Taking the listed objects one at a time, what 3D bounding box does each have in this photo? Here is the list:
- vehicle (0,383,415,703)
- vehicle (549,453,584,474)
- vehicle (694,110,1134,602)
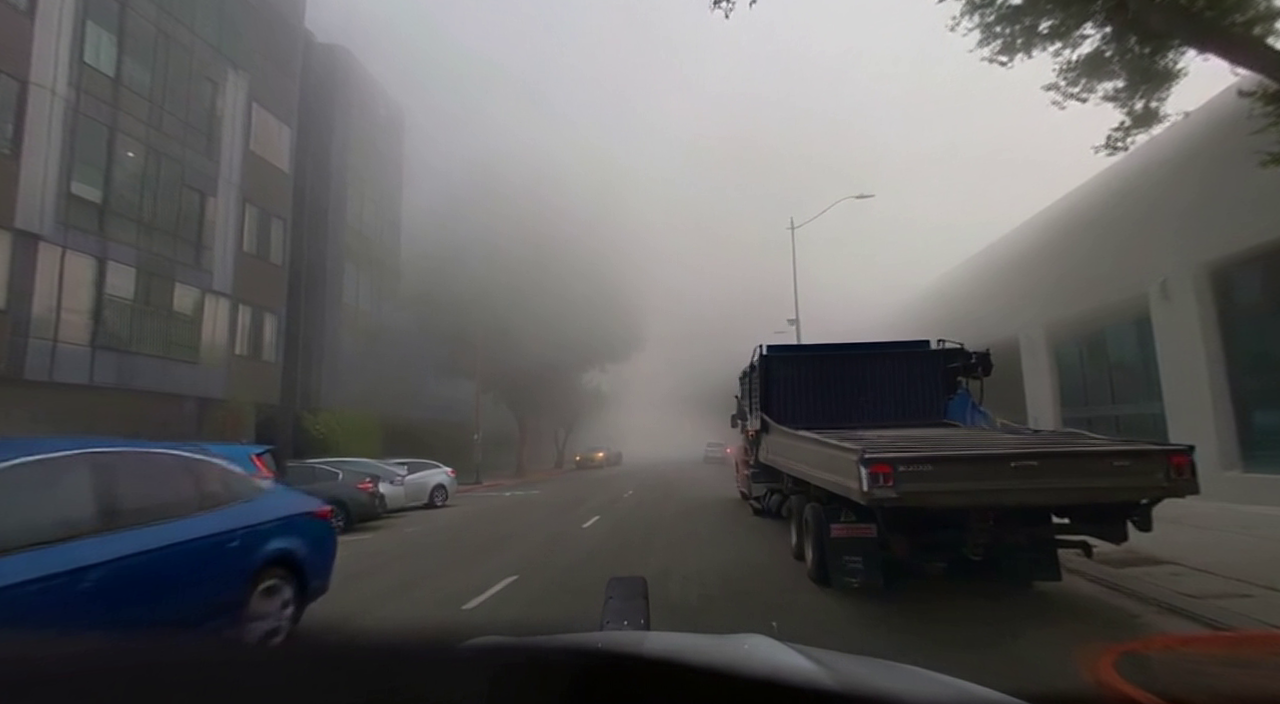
[{"bbox_3d":[-3.291,1.077,3.212,2.311,1.631,4.510,-1,-8,5],"label":"vehicle"},{"bbox_3d":[-5.649,8.639,49.086,1.798,1.459,4.306,-1,-8,6],"label":"vehicle"},{"bbox_3d":[2.821,0.768,10.987,3.320,4.034,11.553,-1,-8,7],"label":"vehicle"}]
